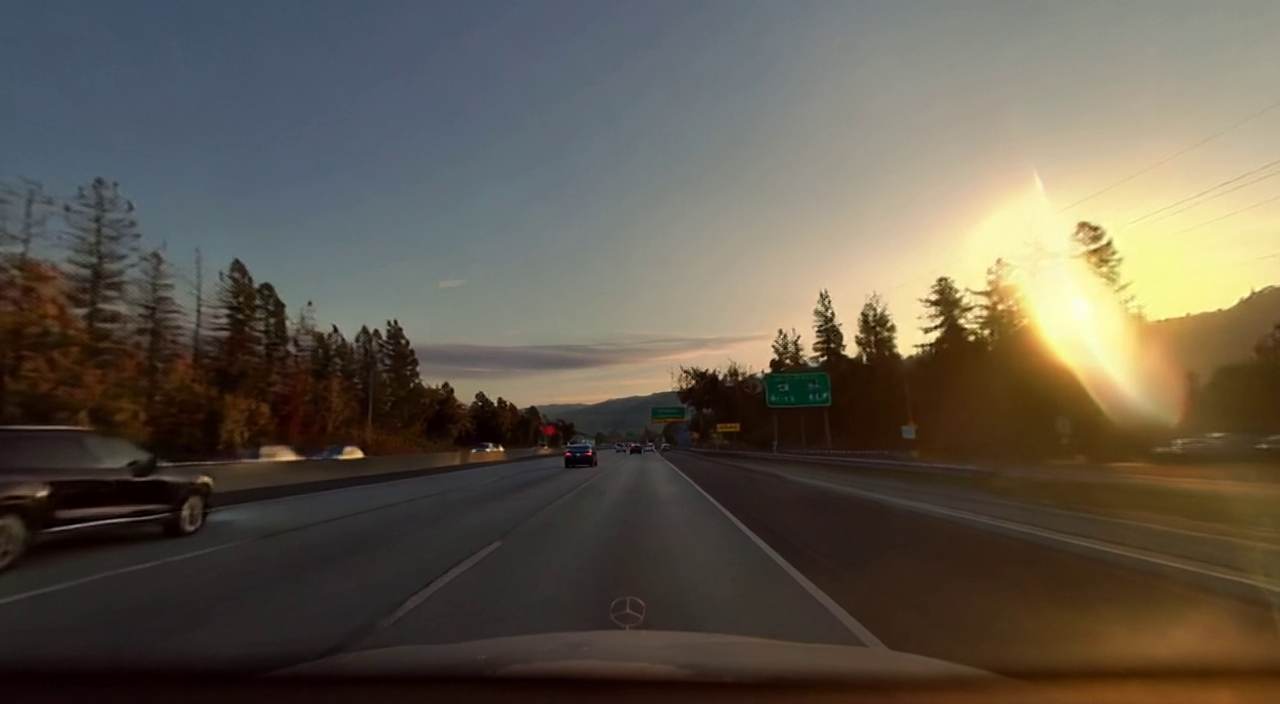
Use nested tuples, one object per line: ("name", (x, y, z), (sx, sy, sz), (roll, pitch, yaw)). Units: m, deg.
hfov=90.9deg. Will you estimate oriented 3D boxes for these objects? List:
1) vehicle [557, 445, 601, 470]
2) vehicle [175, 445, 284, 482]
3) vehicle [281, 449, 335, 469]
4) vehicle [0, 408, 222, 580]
("vehicle", (-3.514, 6.213, 37.245), (2.048, 1.368, 4.613), (0, -9, 1))
("vehicle", (-17.941, 4.868, 27.814), (1.799, 1.462, 4.378), (0, -9, 1))
("vehicle", (-25.417, 8.178, 48.378), (1.792, 1.488, 4.294), (0, -9, 0))
("vehicle", (-7.437, 1.536, 7.074), (2.118, 1.696, 4.836), (0, -9, 0))
